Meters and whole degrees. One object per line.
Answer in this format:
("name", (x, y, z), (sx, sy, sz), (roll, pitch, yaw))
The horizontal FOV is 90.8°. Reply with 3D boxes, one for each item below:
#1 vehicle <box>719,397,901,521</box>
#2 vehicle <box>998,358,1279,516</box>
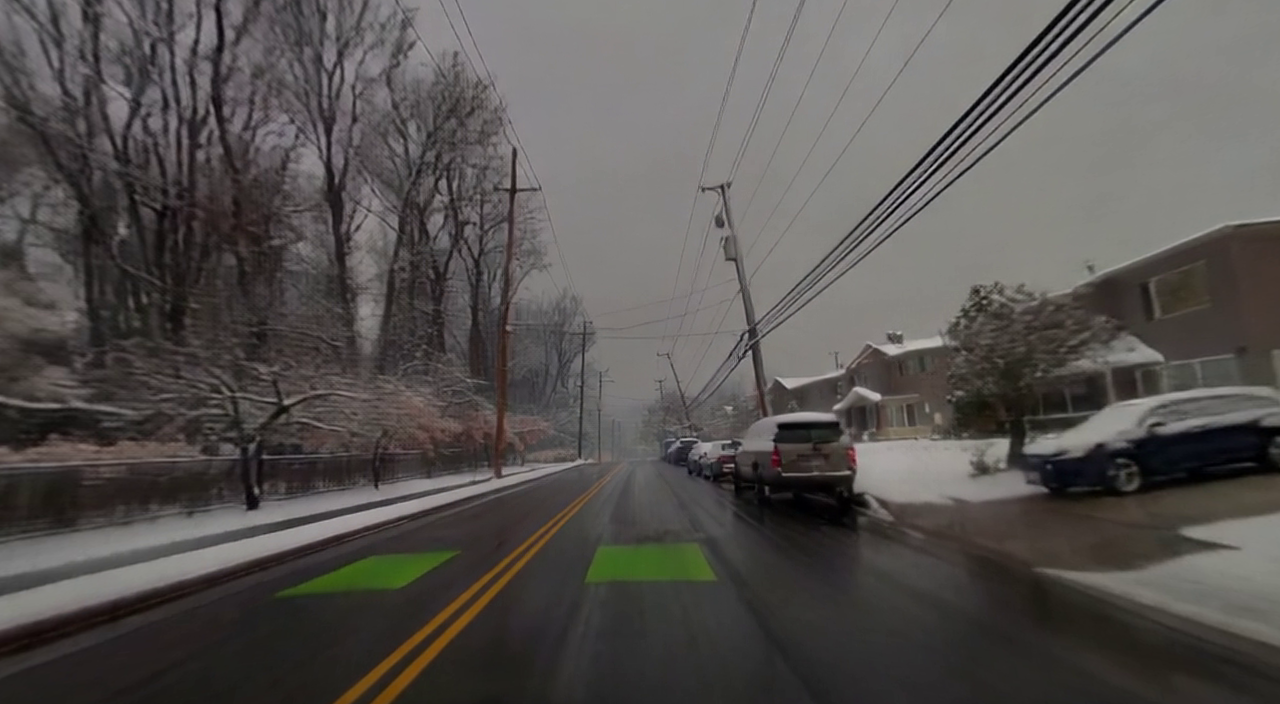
("vehicle", (3.224, 2.227, 13.576), (2.347, 2.070, 5.735), (0, -9, 0))
("vehicle", (8.682, 1.276, 10.172), (4.418, 1.648, 2.017), (-11, -8, -2))
